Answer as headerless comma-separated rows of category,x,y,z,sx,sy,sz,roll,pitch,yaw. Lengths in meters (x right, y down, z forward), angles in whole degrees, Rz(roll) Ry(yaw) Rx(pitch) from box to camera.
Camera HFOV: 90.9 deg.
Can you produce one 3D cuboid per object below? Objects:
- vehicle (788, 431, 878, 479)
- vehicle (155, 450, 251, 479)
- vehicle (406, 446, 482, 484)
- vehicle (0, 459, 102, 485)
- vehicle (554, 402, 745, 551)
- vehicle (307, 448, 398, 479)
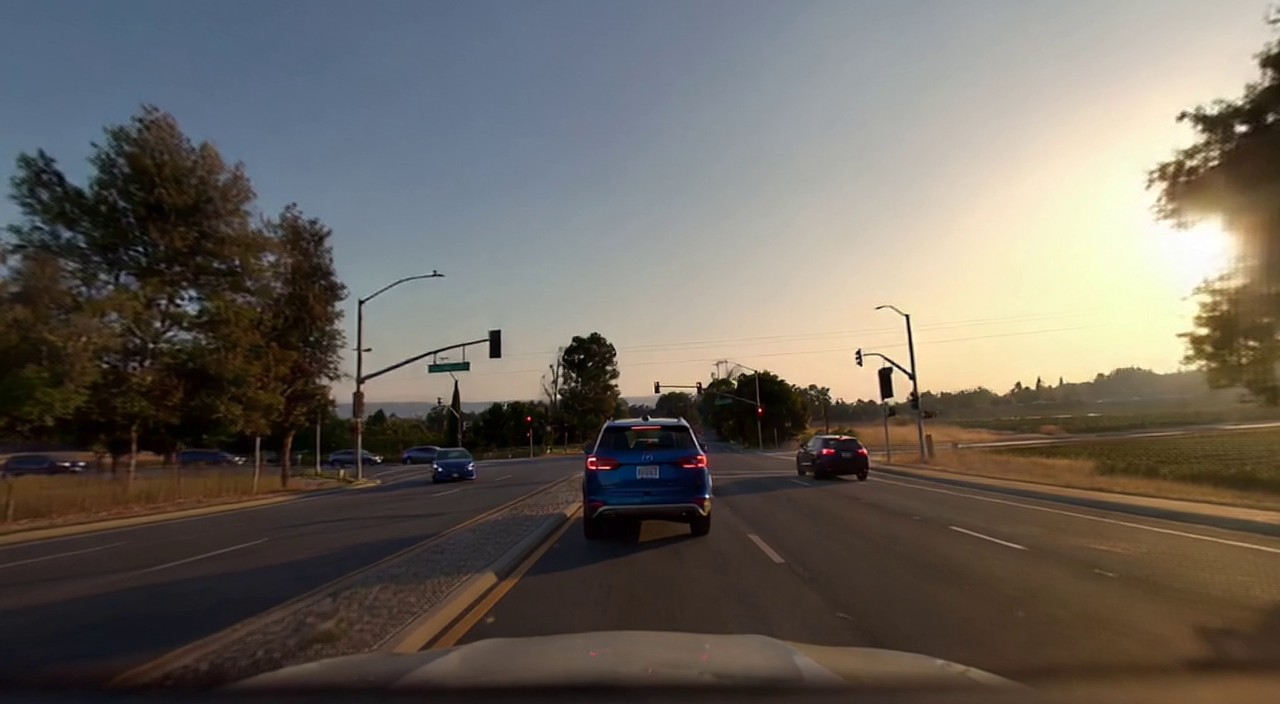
vehicle,7.198,3.892,24.067,2.012,1.636,4.352,0,-8,0
vehicle,-27.386,7.048,39.586,4.608,1.680,2.026,-1,-8,4
vehicle,-8.708,4.899,27.769,2.425,1.480,4.707,4,-9,-26
vehicle,-36.456,7.354,38.885,4.559,1.458,2.265,-1,-8,2
vehicle,0.109,1.807,9.756,2.298,1.770,4.138,0,-8,0
vehicle,-16.498,6.371,36.233,4.510,1.606,2.192,-4,-9,22
